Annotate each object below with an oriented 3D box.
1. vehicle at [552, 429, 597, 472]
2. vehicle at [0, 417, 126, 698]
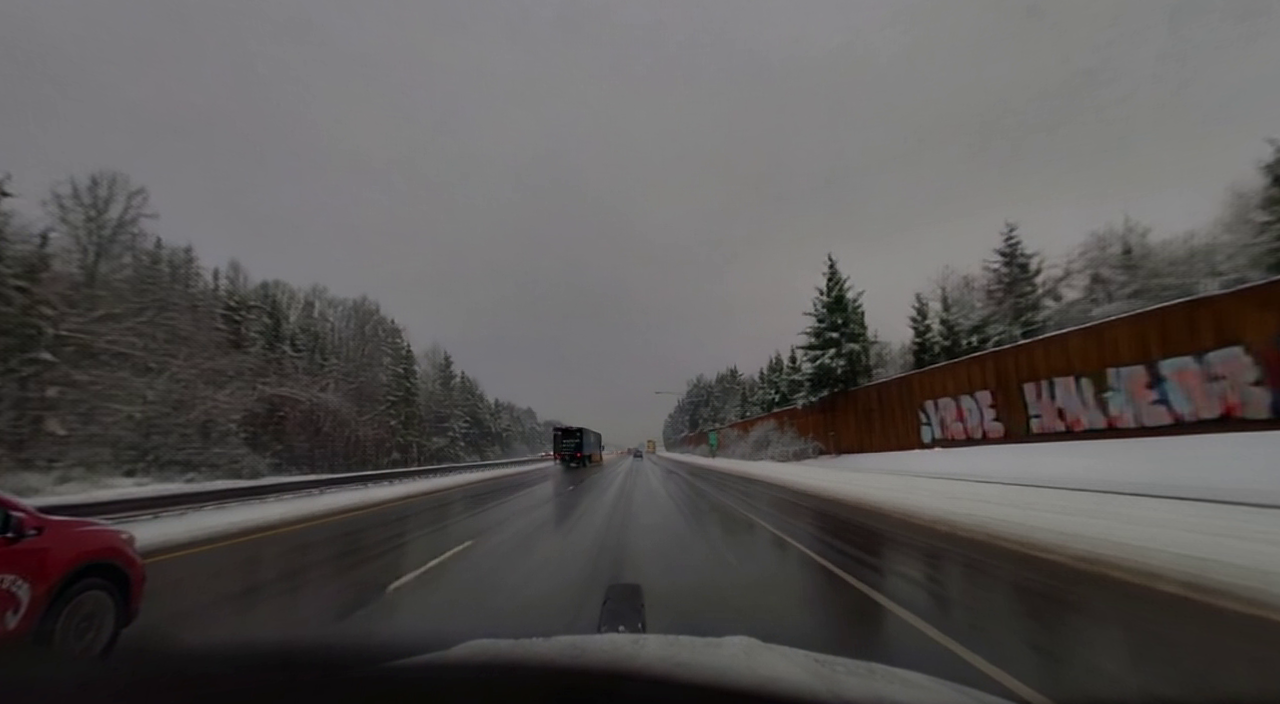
[{"bbox_3d":[-4.061,6.279,40.307,2.305,2.517,5.486,0,-9,0],"label":"vehicle"},{"bbox_3d":[-4.431,0.869,1.857,2.024,1.476,4.466,0,-9,1],"label":"vehicle"}]
